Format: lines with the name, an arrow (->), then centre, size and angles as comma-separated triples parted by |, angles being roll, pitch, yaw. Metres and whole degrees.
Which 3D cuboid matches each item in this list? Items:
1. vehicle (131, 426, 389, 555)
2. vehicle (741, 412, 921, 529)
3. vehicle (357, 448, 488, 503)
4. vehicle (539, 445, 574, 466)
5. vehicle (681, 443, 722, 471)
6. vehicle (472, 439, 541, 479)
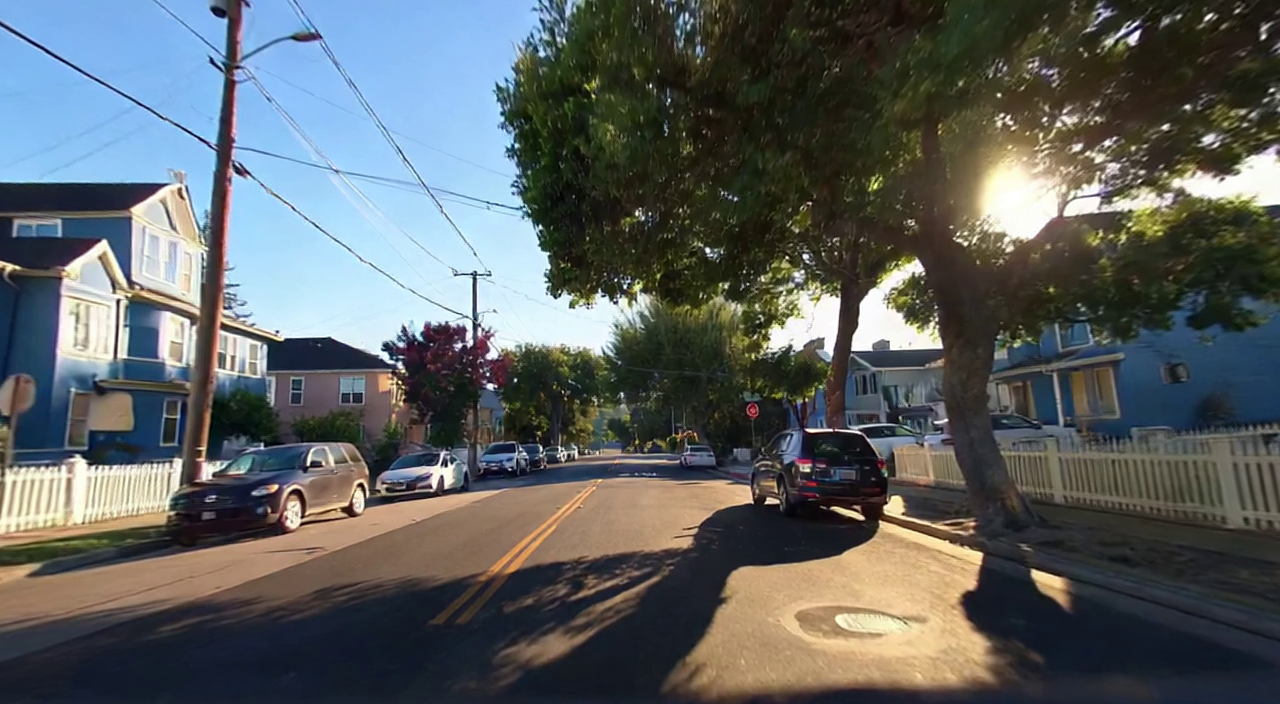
vehicle -> -6.525, 2.389, 11.644 | 2.194, 1.798, 4.402 | -2, -8, -3
vehicle -> 3.502, 2.284, 12.619 | 2.114, 1.909, 4.266 | 0, -9, -2
vehicle -> -6.460, 3.697, 19.392 | 2.211, 1.469, 4.380 | -1, -9, 4
vehicle -> -6.433, 8.022, 49.054 | 2.056, 1.481, 4.451 | 0, -9, 1
vehicle -> 3.598, 6.311, 38.057 | 1.963, 1.536, 5.446 | 0, -9, 0
vehicle -> -6.406, 5.218, 31.043 | 2.136, 1.757, 5.365 | 0, -9, 1
